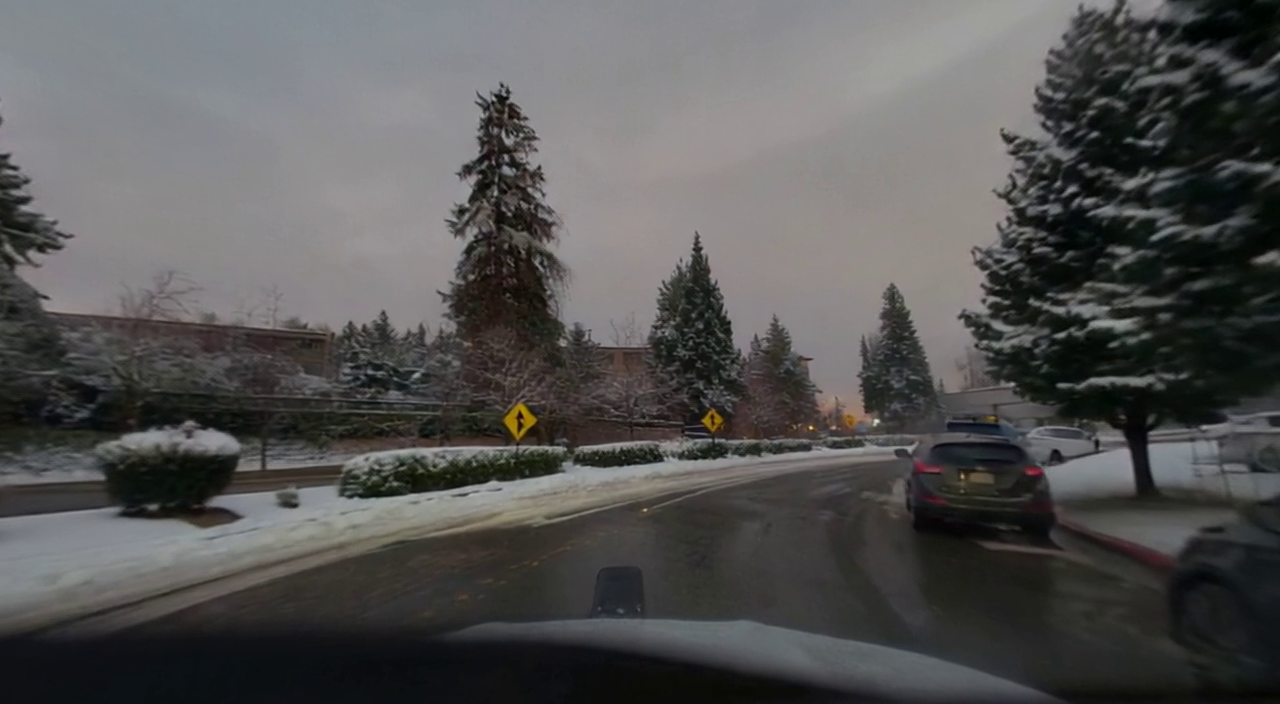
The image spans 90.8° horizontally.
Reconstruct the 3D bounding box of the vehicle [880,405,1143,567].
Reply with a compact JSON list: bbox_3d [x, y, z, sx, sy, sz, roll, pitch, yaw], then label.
[{"bbox_3d":[4.781,1.744,9.135,2.195,1.605,5.134,-3,-9,19],"label":"vehicle"}]

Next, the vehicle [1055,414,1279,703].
[{"bbox_3d":[3.462,0.856,1.822,1.877,1.416,4.604,-1,-8,7],"label":"vehicle"}]
